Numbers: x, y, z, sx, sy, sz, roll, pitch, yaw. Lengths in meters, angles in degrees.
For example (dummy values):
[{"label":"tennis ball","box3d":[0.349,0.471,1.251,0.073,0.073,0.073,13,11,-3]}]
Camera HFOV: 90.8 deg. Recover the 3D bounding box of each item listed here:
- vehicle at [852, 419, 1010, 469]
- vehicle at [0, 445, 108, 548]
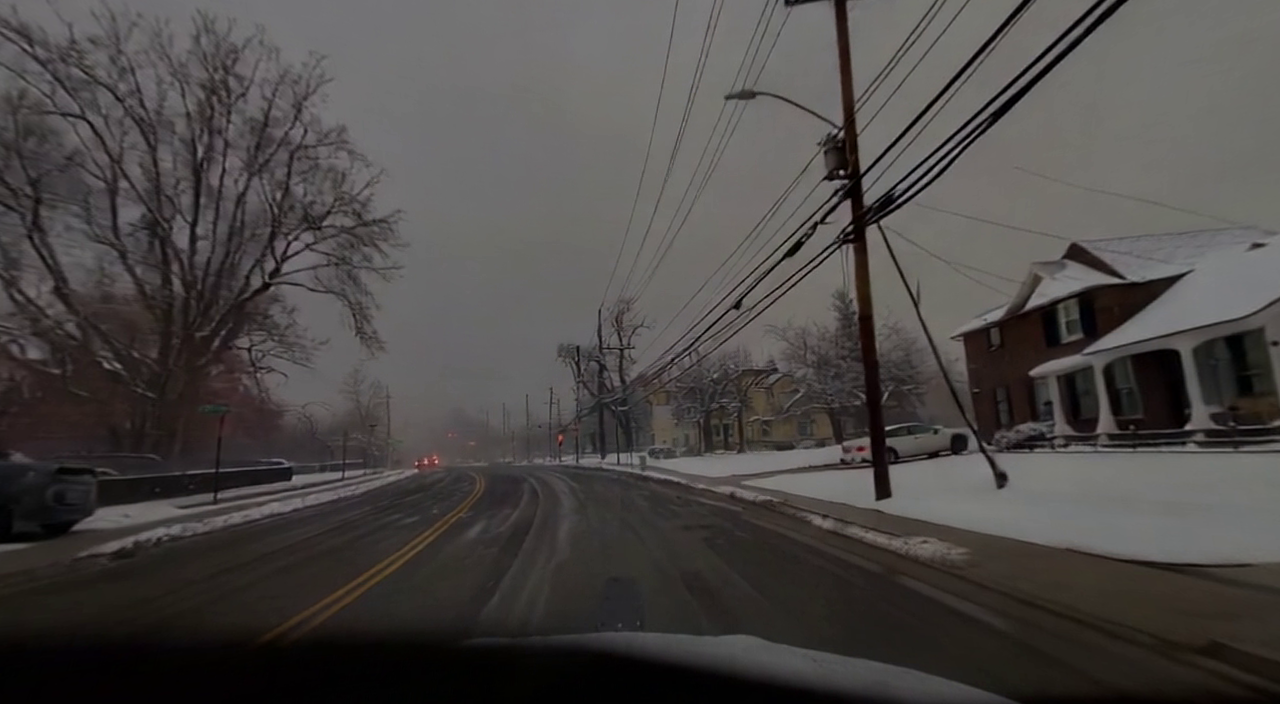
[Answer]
[{"label":"vehicle","box3d":[10.084,3.242,22.235,4.566,1.623,1.906,-1,-8,5]},{"label":"vehicle","box3d":[-13.152,2.668,11.984,4.321,1.772,2.161,-1,-8,7]}]
